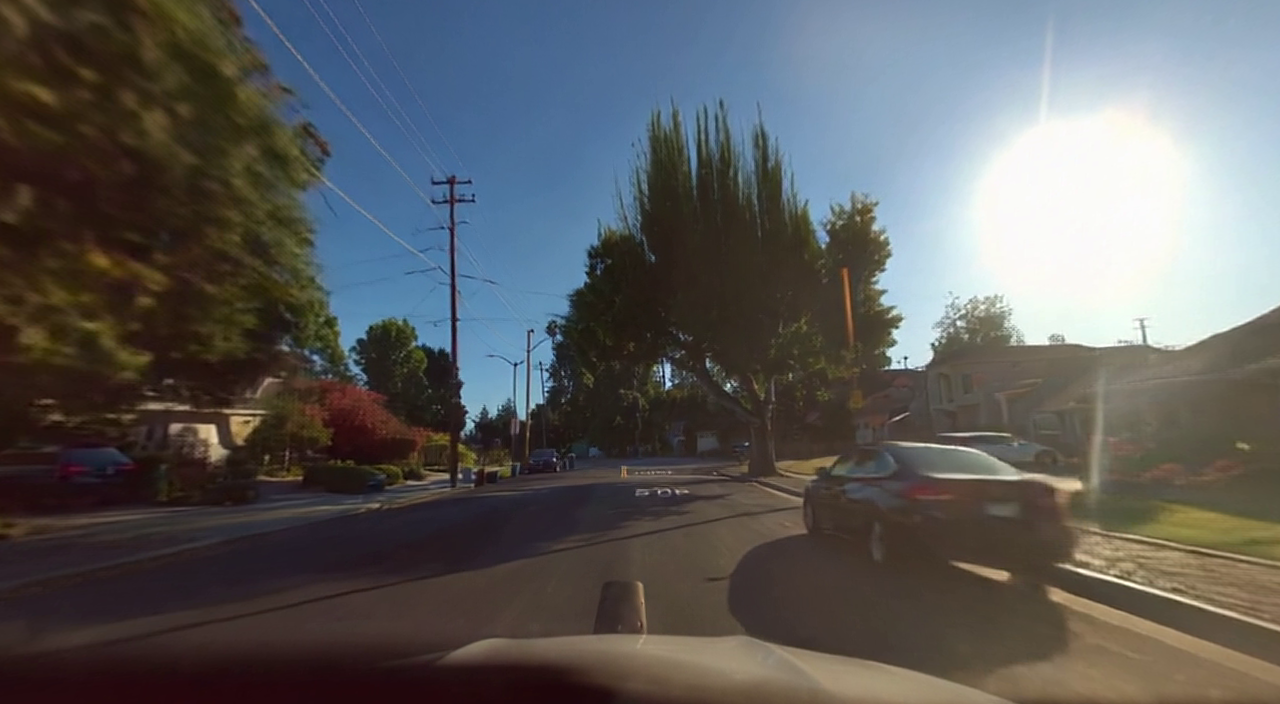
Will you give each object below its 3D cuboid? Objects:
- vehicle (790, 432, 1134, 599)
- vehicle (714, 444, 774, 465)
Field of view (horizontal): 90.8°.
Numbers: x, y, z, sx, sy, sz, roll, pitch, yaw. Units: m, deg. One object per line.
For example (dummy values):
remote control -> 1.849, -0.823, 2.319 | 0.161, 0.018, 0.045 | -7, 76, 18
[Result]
vehicle -> 3.550, 1.869, 8.215 | 2.012, 1.531, 4.557 | 0, -9, -1
vehicle -> 7.920, 7.731, 47.942 | 4.452, 1.482, 2.017 | 7, -11, -38
